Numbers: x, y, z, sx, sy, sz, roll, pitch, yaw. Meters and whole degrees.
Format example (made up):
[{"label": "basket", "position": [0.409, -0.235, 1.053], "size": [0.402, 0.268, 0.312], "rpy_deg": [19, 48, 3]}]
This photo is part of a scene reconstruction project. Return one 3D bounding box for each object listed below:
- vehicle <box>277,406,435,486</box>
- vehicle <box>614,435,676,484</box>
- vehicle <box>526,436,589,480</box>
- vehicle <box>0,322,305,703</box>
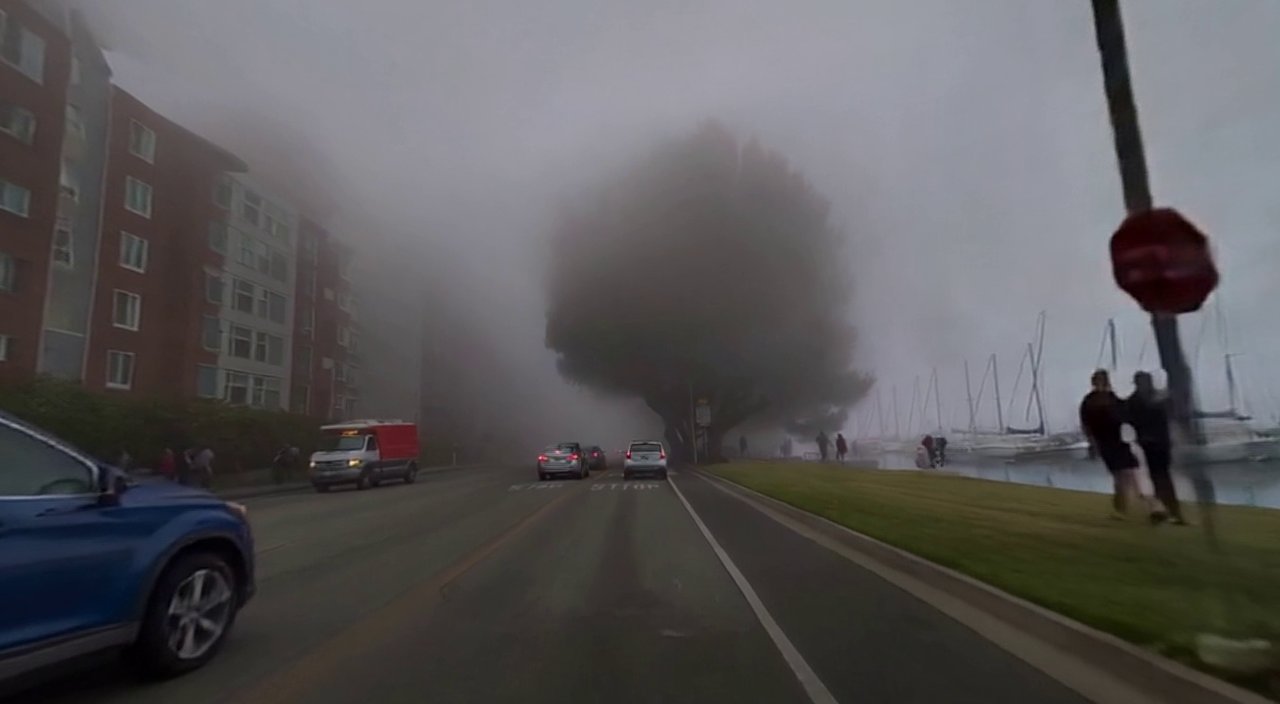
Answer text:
[{"label": "vehicle", "position": [-13.339, 4.634, 30.903], "size": [2.924, 3.288, 9.352], "rpy_deg": [-1, -9, 3]}, {"label": "vehicle", "position": [0.161, 3.887, 22.991], "size": [2.057, 1.624, 3.726], "rpy_deg": [0, -9, 0]}, {"label": "vehicle", "position": [-3.402, 4.497, 26.907], "size": [2.056, 1.680, 4.205], "rpy_deg": [-1, -9, 1]}, {"label": "vehicle", "position": [-3.565, 0.774, 2.261], "size": [2.082, 1.817, 4.724], "rpy_deg": [0, -9, 0]}]
